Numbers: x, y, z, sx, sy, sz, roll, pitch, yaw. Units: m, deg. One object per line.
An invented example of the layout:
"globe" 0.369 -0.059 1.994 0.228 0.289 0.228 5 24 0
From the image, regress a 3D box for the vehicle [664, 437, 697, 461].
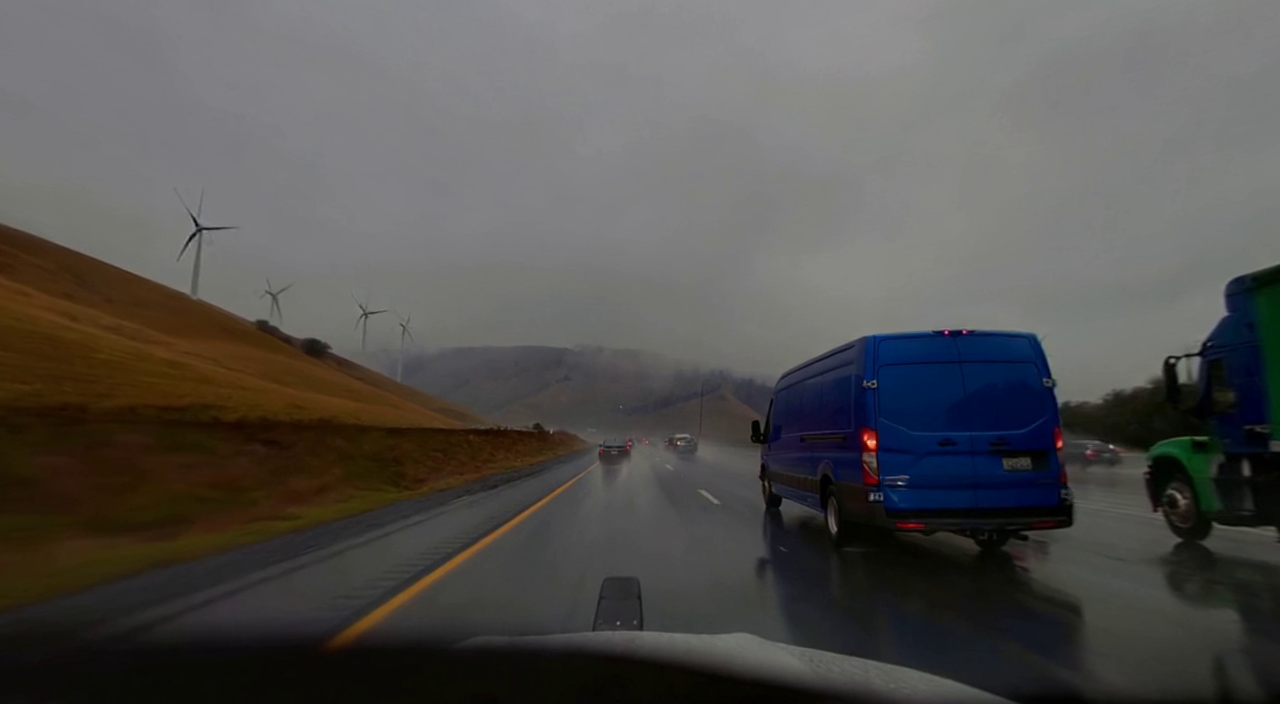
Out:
"vehicle" 2.983 7.229 47.314 2.108 1.717 3.996 0 -8 -2

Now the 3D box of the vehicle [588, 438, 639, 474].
"vehicle" -1.134 4.595 28.070 2.082 1.445 3.826 0 -8 -1

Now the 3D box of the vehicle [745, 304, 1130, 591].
"vehicle" 3.186 1.264 8.706 2.365 2.630 5.754 0 -8 -1
